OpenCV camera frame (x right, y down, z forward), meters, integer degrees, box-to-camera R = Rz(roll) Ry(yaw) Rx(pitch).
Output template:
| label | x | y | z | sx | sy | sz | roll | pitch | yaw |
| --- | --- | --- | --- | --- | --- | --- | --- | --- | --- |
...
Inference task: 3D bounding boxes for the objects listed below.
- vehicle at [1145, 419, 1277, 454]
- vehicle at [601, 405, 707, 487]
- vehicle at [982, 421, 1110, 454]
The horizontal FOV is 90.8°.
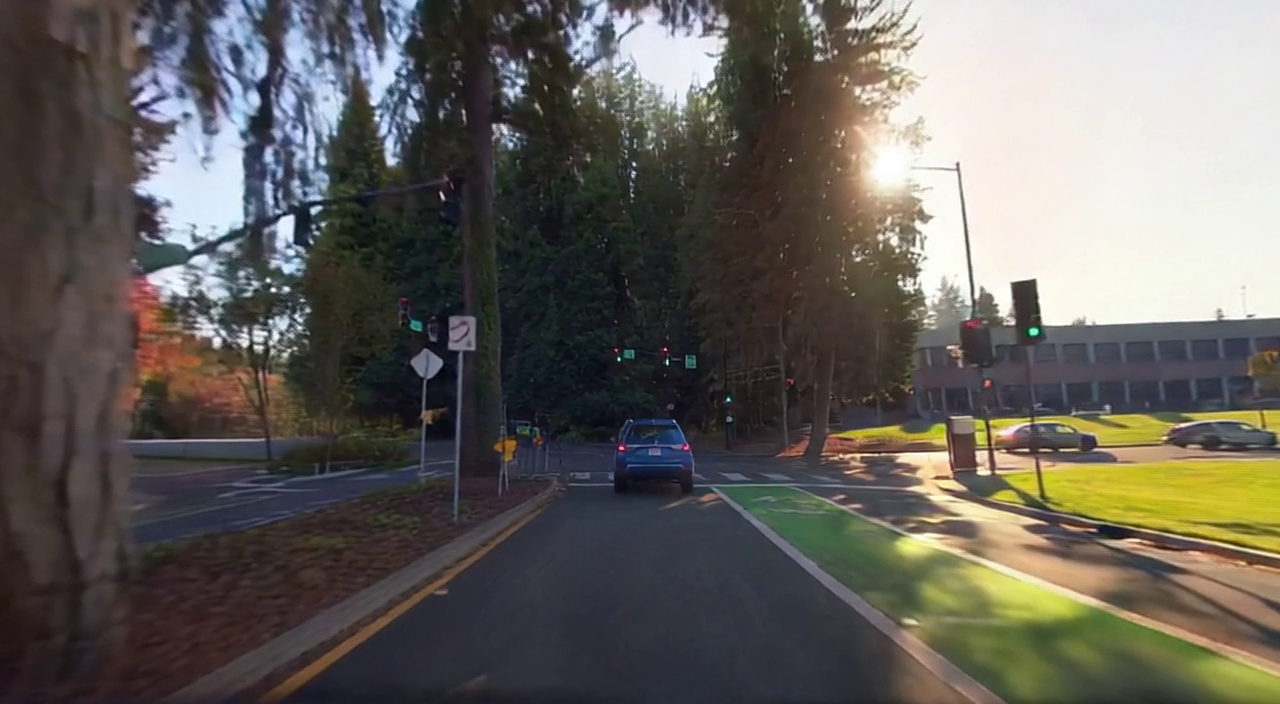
| label | x | y | z | sx | sy | sz | roll | pitch | yaw |
| --- | --- | --- | --- | --- | --- | --- | --- | --- | --- |
| vehicle | 26.293 | 3.936 | 29.170 | 4.343 | 1.518 | 1.845 | 1 | -9 | -3 |
| vehicle | 0.314 | 2.421 | 16.338 | 2.339 | 1.790 | 4.629 | 0 | -8 | 0 |
| vehicle | 18.488 | 3.934 | 28.939 | 4.492 | 1.422 | 1.961 | 1 | -9 | -1 |
